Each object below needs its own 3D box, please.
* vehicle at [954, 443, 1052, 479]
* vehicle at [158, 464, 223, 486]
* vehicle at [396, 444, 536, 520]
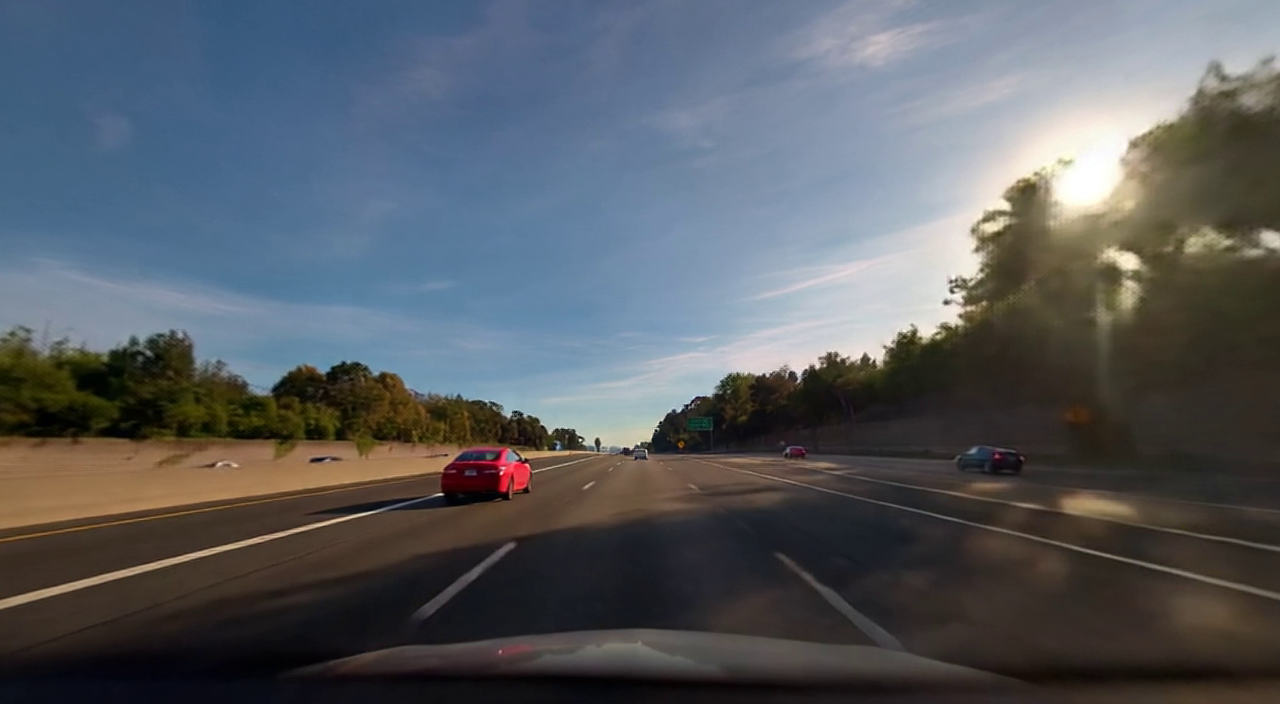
[{"bbox_3d":[15.733,4.743,27.634,1.805,1.427,4.447,-1,-9,3],"label":"vehicle"},{"bbox_3d":[-34.959,9.531,49.233,1.800,1.447,4.651,-1,-9,-2],"label":"vehicle"},{"bbox_3d":[-3.743,2.872,14.510,1.873,1.438,4.546,-1,-9,1],"label":"vehicle"}]
